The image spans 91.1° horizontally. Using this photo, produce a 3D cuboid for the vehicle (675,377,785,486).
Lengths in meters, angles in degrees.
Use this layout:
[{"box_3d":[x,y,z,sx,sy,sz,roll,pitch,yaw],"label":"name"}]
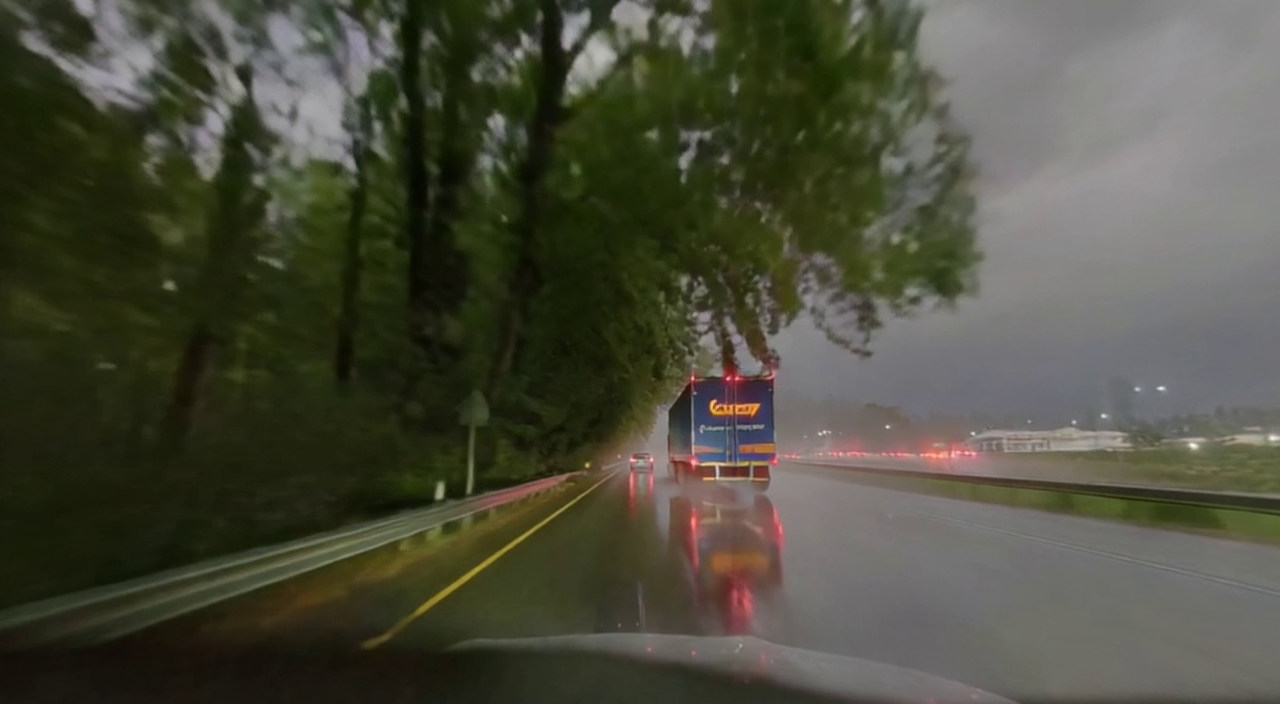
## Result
[{"box_3d":[3.711,3.874,29.512,3.440,4.090,11.380,-1,-9,0],"label":"vehicle"}]
